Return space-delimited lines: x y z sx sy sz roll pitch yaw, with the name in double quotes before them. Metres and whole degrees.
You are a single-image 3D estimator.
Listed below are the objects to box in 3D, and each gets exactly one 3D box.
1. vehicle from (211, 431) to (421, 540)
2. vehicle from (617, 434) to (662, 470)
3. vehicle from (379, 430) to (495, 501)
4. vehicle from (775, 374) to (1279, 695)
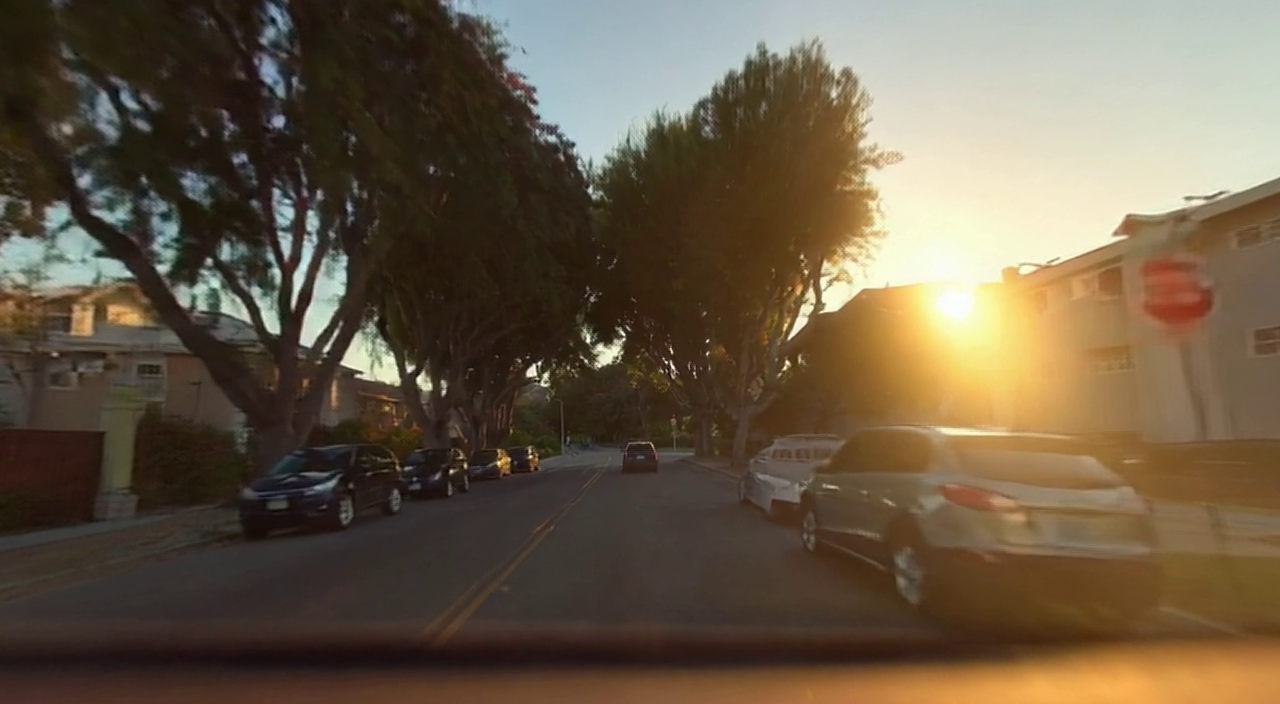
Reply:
"vehicle" -5.825 2.394 12.066 1.955 1.659 4.324 1 -8 -4
"vehicle" -0.036 5.175 32.872 2.172 1.722 4.201 0 -8 0
"vehicle" -5.763 3.242 18.479 1.899 1.615 4.624 -6 -8 -2
"vehicle" 2.884 1.362 6.017 1.970 1.801 4.721 0 -8 -2
